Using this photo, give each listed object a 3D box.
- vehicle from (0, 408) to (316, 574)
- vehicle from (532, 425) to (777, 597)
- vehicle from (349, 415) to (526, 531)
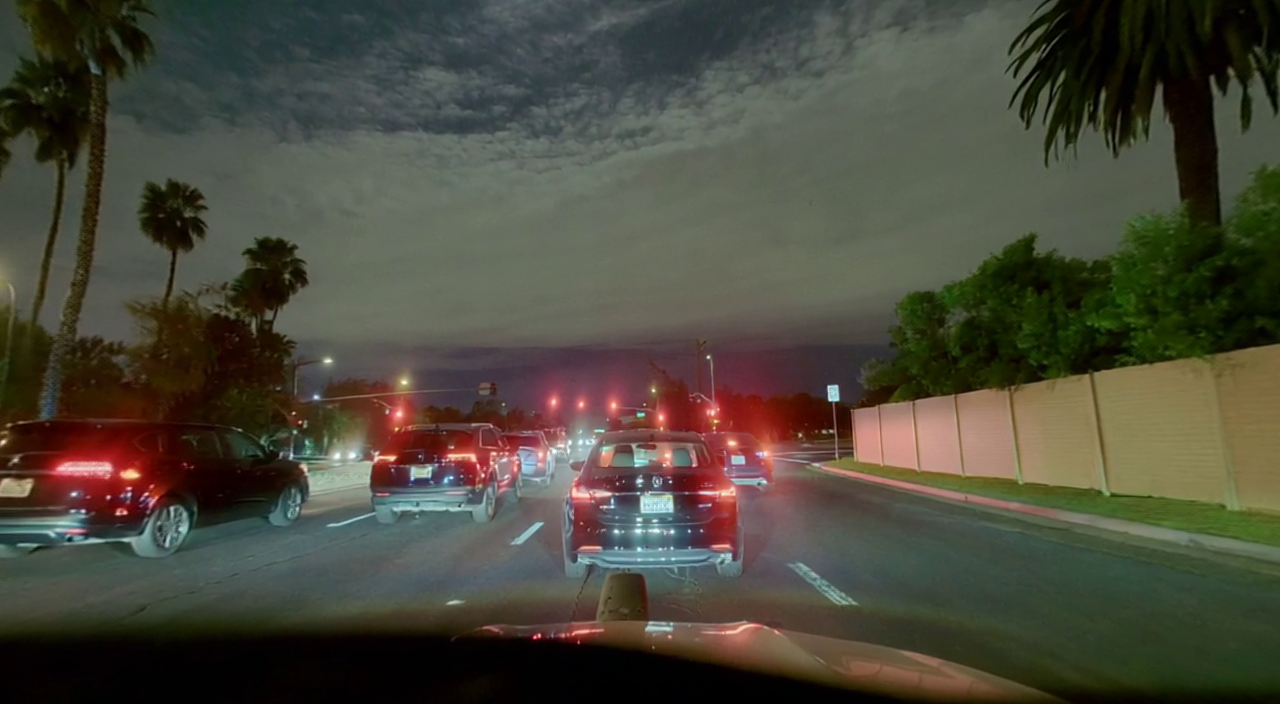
[{"bbox_3d":[-6.677,1.779,8.854,1.963,1.721,4.467,0,-8,-2],"label":"vehicle"},{"bbox_3d":[0.066,1.708,7.698,2.128,1.473,4.272,0,-8,-2],"label":"vehicle"},{"bbox_3d":[-3.462,2.158,11.733,2.007,1.746,4.136,0,-9,-2],"label":"vehicle"}]
